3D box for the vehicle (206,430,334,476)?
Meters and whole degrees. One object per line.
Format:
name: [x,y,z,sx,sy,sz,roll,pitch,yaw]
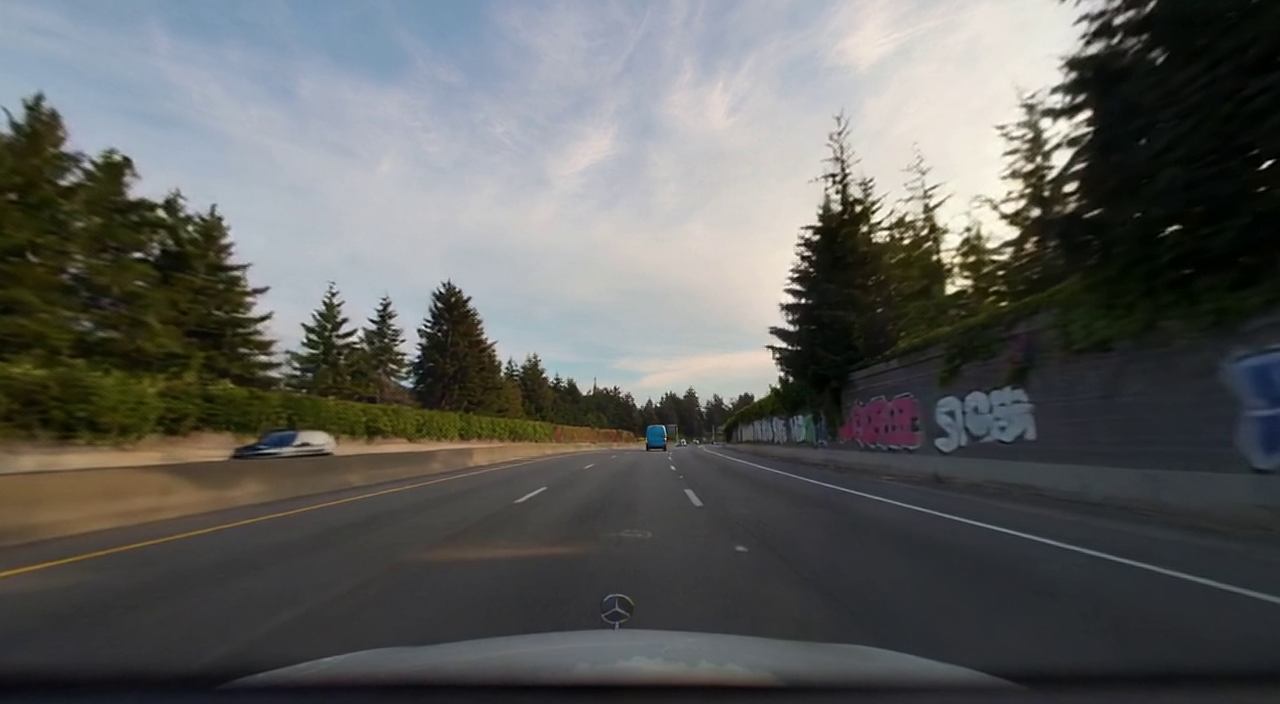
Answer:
vehicle: [-13.438,3.655,23.255,1.864,1.511,4.523,0,-8,2]
